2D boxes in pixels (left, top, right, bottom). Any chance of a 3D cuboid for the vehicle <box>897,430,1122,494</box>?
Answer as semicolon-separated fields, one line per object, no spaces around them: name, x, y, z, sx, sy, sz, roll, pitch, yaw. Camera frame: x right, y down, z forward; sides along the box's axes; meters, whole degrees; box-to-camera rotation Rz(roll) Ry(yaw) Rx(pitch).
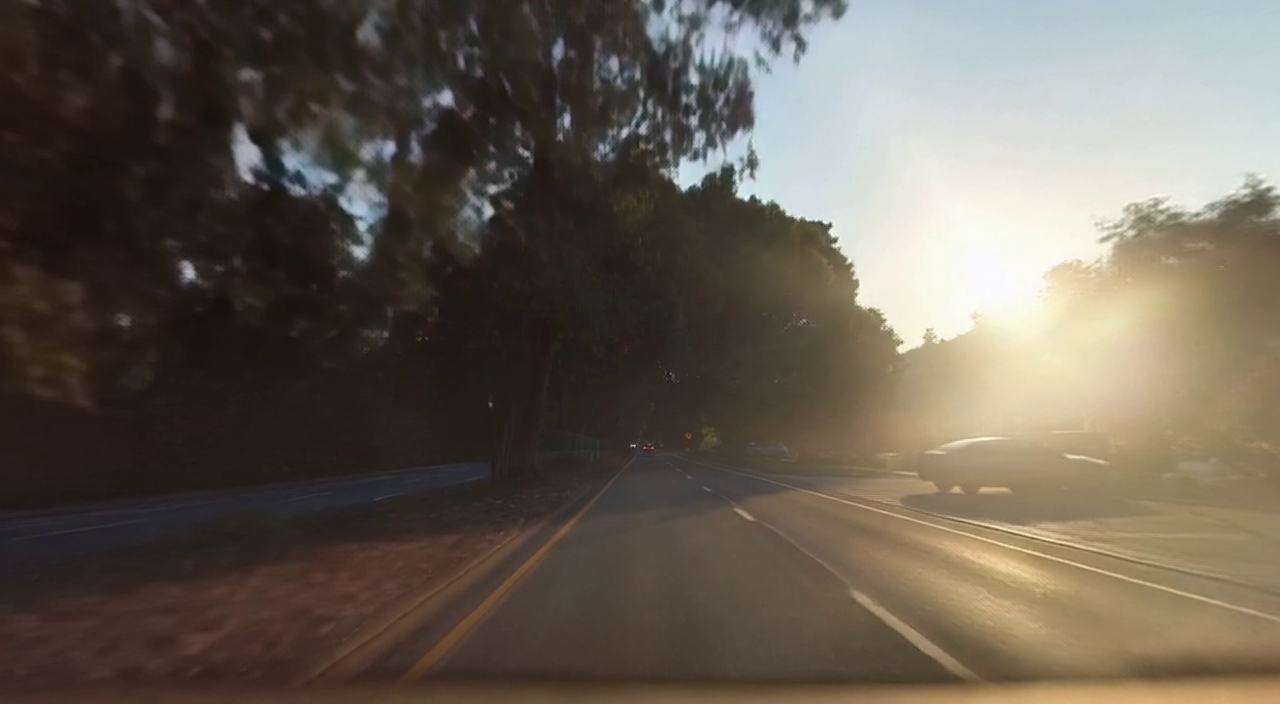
vehicle;10.439;3.122;18.143;5.118;1.701;2.175;0;-8;-3

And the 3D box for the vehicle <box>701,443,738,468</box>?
vehicle;5.253;6.872;42.108;1.920;1.514;4.746;0;-8;1
